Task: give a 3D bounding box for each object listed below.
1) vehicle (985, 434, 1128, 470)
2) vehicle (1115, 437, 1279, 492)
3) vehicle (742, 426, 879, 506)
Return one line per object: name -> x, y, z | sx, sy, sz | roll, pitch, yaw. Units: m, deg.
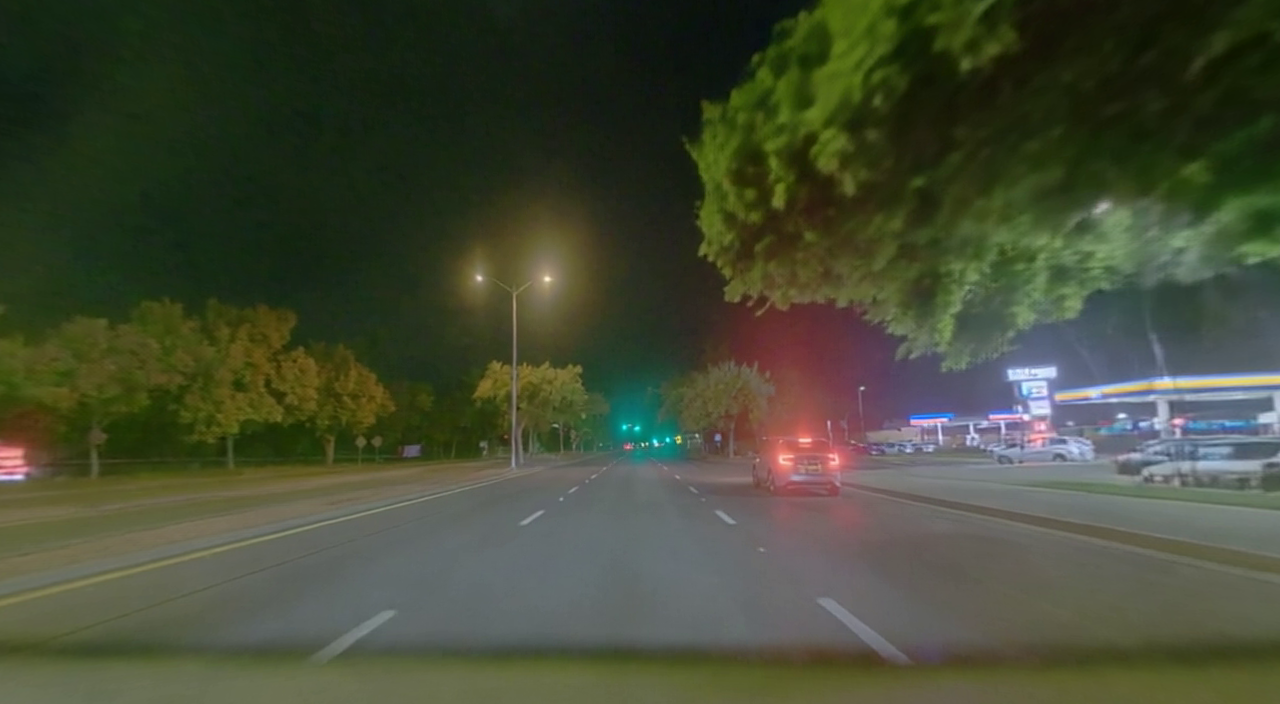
vehicle -> 23.287, 5.610, 35.551 | 6.404, 1.894, 2.275 | 0, -8, 0
vehicle -> 15.871, 3.155, 17.896 | 3.383, 1.393, 1.730 | 1, -8, 3
vehicle -> 4.449, 3.079, 17.530 | 2.245, 1.864, 5.076 | 0, -9, -2
